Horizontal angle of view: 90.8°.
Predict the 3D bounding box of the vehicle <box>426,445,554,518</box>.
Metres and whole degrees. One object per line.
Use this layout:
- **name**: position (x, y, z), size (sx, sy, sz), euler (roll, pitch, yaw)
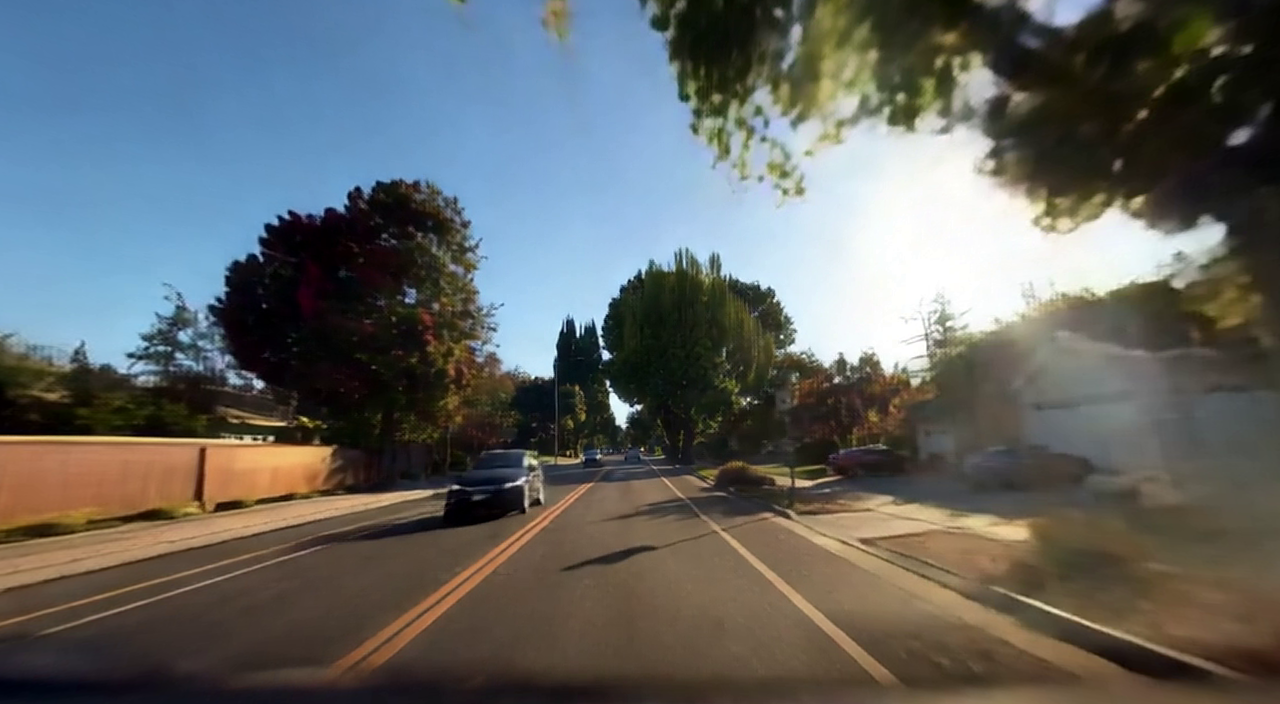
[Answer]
- **vehicle**: position (-3.503, 3.112, 15.706), size (2.074, 1.527, 4.438), euler (0, -9, 0)
